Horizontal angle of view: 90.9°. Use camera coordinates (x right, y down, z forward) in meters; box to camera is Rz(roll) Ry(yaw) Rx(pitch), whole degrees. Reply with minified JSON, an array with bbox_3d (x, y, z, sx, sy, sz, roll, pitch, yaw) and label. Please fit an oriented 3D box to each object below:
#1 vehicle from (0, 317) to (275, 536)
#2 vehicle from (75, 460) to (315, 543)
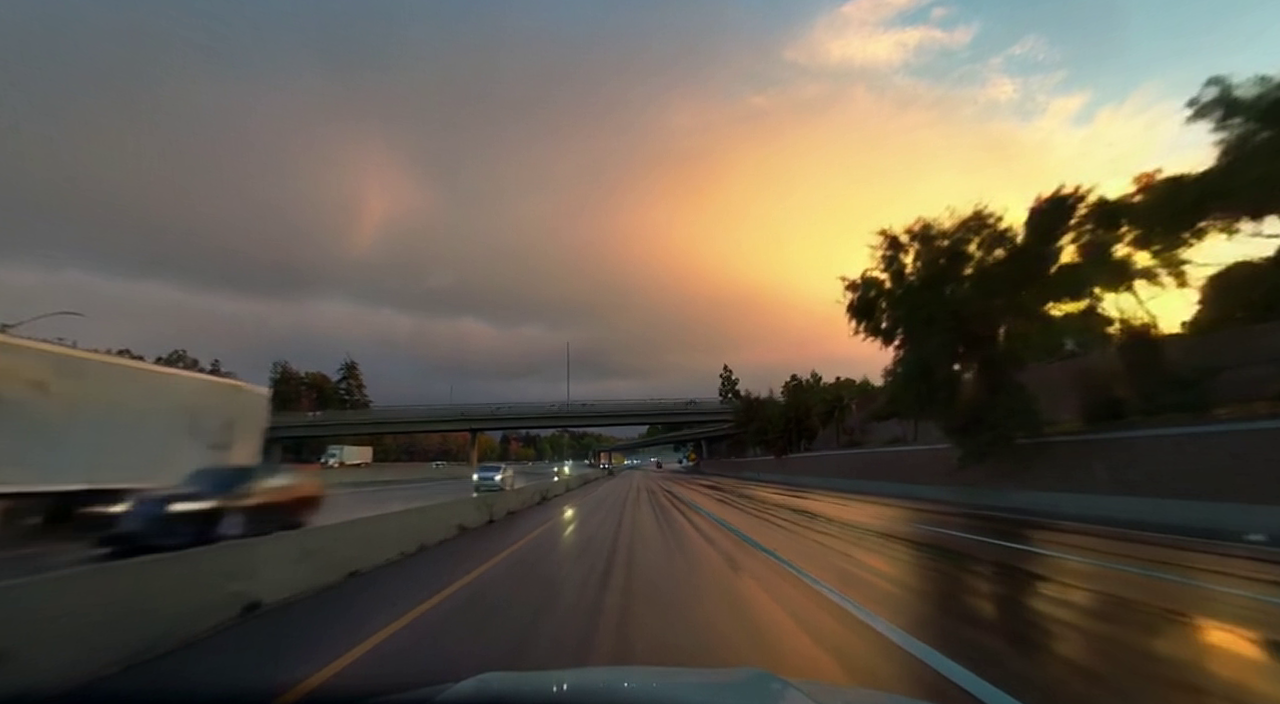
[{"bbox_3d":[-13.480,1.786,14.007,2.839,4.045,13.207,1,-10,0],"label":"vehicle"},{"bbox_3d":[-8.859,2.996,13.132,1.903,1.395,4.235,1,-10,-1],"label":"vehicle"}]
